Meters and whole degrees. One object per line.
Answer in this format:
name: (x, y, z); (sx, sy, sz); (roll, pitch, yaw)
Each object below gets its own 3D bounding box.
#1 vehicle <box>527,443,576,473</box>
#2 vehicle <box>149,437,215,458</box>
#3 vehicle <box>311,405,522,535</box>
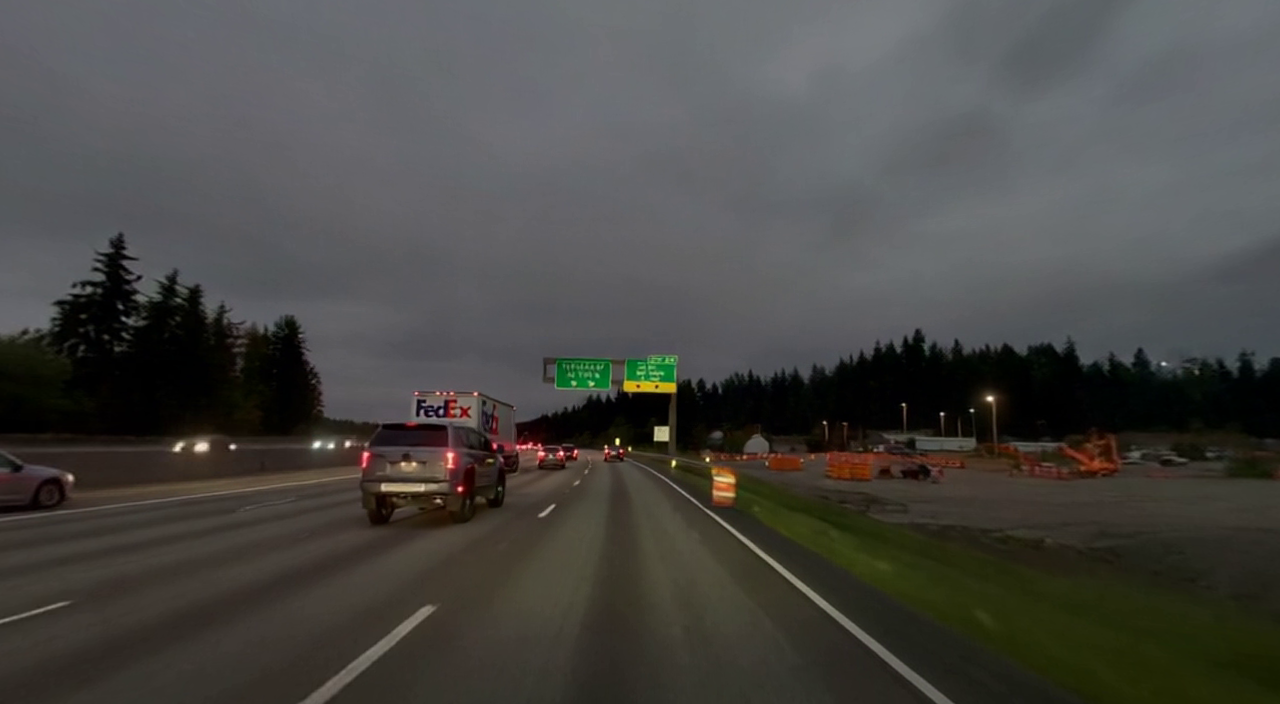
vehicle: (-4.709, 5.688, 34.130); (2.192, 1.478, 4.591); (0, -9, -3)
vehicle: (-35.474, 7.402, 49.088); (1.841, 1.521, 4.545); (1, -9, -3)
vehicle: (-3.684, 2.067, 11.556); (2.170, 1.886, 4.628); (0, -9, -1)
